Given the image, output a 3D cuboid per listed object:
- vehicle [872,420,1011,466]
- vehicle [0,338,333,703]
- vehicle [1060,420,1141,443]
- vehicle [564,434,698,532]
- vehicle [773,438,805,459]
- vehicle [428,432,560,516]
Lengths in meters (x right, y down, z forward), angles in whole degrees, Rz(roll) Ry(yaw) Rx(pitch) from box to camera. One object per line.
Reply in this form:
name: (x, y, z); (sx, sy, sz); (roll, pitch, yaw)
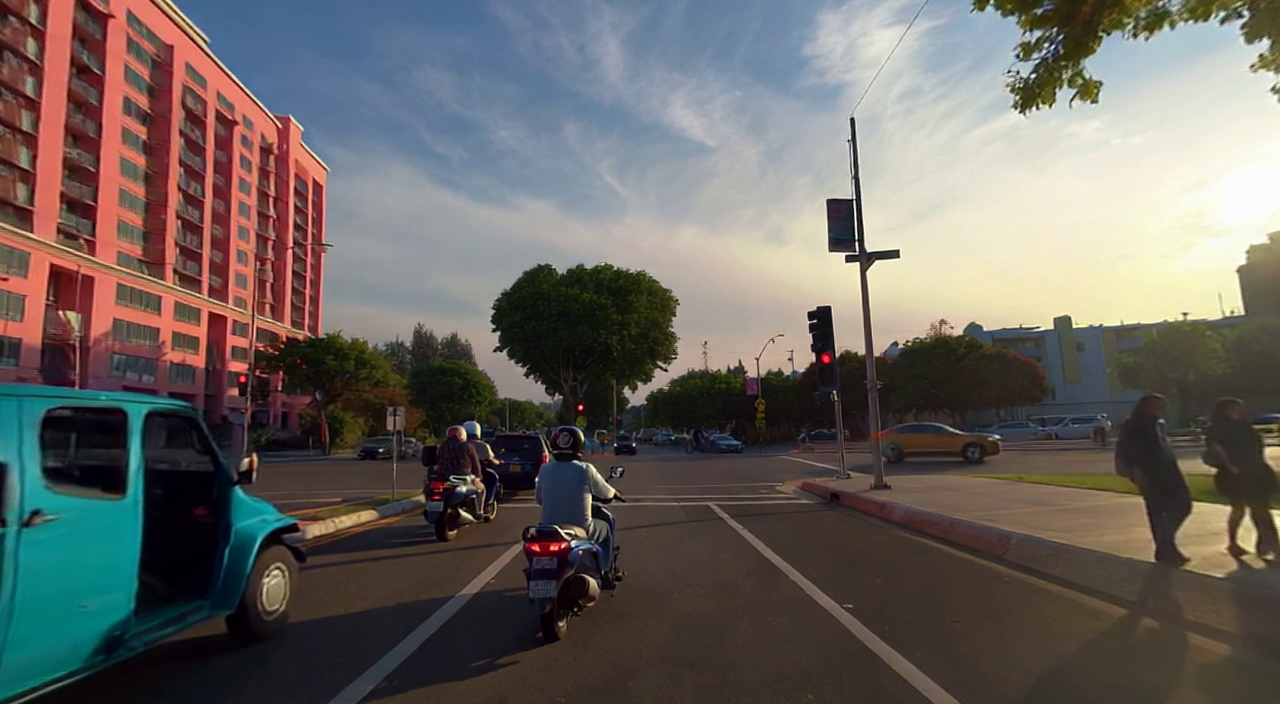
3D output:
vehicle: (13.035, 3.996, 27.609); (5.226, 1.840, 2.016); (-4, -9, 22)
vehicle: (-3.607, 0.898, 2.795); (2.000, 1.809, 4.855); (0, -9, 0)
vehicle: (30.774, 5.343, 42.179); (1.751, 1.420, 4.027); (8, -12, -42)
vehicle: (-0.102, 2.295, 11.618); (2.025, 1.458, 4.085); (-1, -9, 1)
vehicle: (11.494, 7.397, 48.366); (1.862, 1.456, 4.661); (-3, -9, 19)
vehicle: (-3.123, 2.705, 14.438); (1.935, 1.615, 4.073); (-1, -9, 2)
